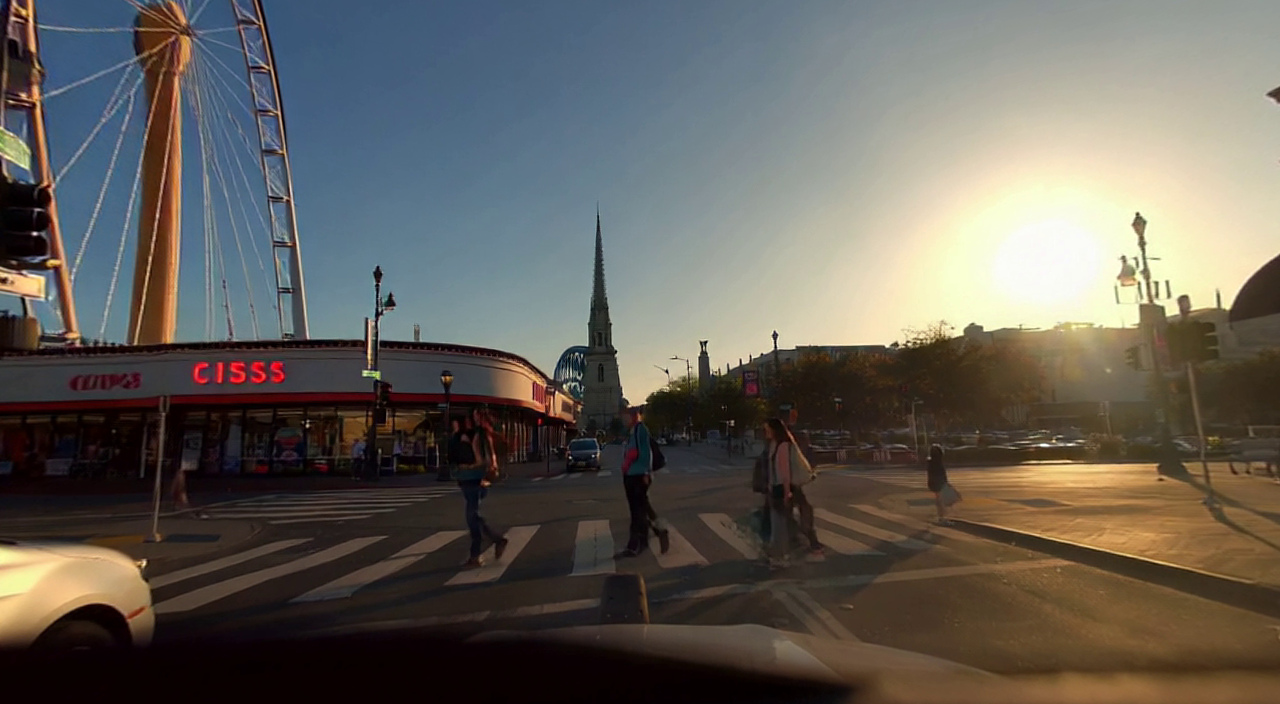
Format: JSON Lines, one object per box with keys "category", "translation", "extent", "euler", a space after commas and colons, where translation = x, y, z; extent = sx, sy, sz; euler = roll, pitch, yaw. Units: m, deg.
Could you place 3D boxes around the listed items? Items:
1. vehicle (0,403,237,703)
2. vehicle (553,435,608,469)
{"category": "vehicle", "translation": [-3.371, 0.787, 1.186], "extent": [1.940, 1.505, 4.676], "euler": [-1, -9, 3]}
{"category": "vehicle", "translation": [-3.885, 6.355, 40.268], "extent": [2.549, 2.000, 5.699], "euler": [2, -9, -15]}
